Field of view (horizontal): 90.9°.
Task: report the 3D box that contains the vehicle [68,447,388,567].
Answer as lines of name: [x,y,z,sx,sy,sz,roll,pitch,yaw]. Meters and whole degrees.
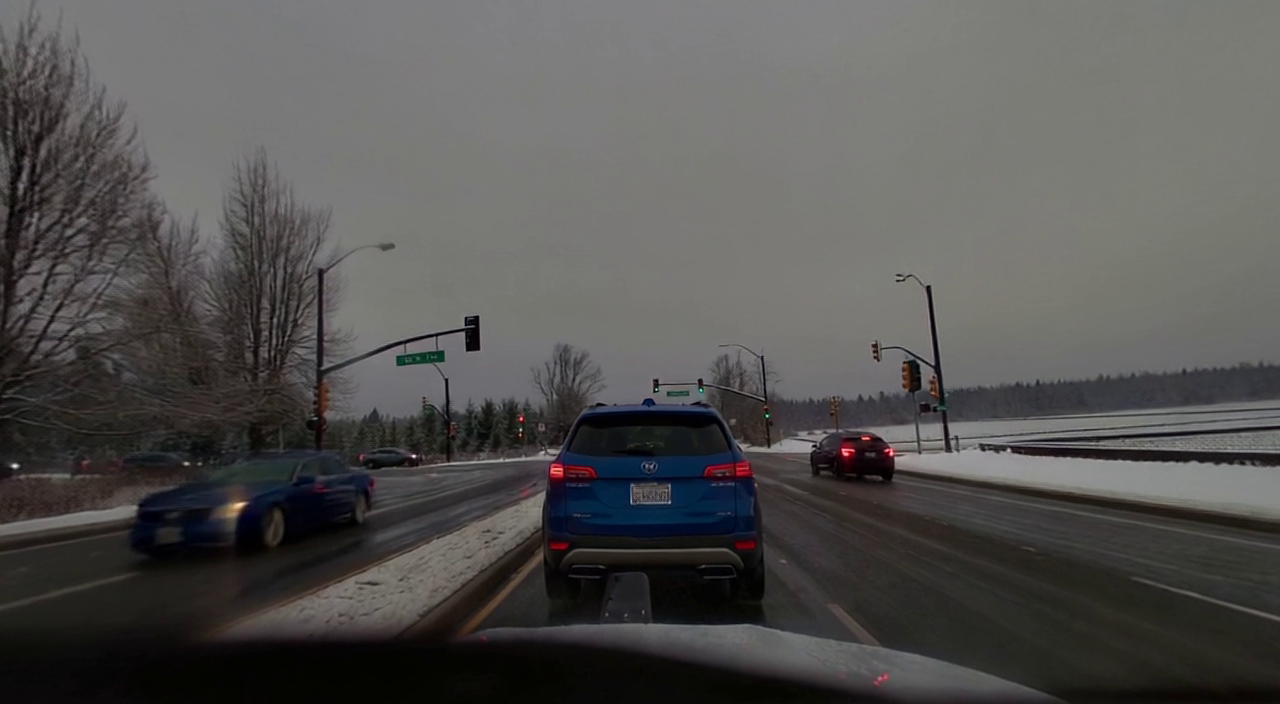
vehicle: [-6.256,2.353,10.548,2.425,1.480,4.707,0,-8,-4]

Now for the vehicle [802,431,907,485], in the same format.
vehicle: [7.113,3.560,21.446,2.012,1.636,4.352,0,-8,0]

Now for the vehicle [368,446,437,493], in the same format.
vehicle: [-9.387,4.501,24.684,2.192,1.606,4.510,3,-9,-24]

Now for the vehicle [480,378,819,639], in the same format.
vehicle: [0.053,1.363,6.448,2.298,1.770,4.138,0,-8,0]
